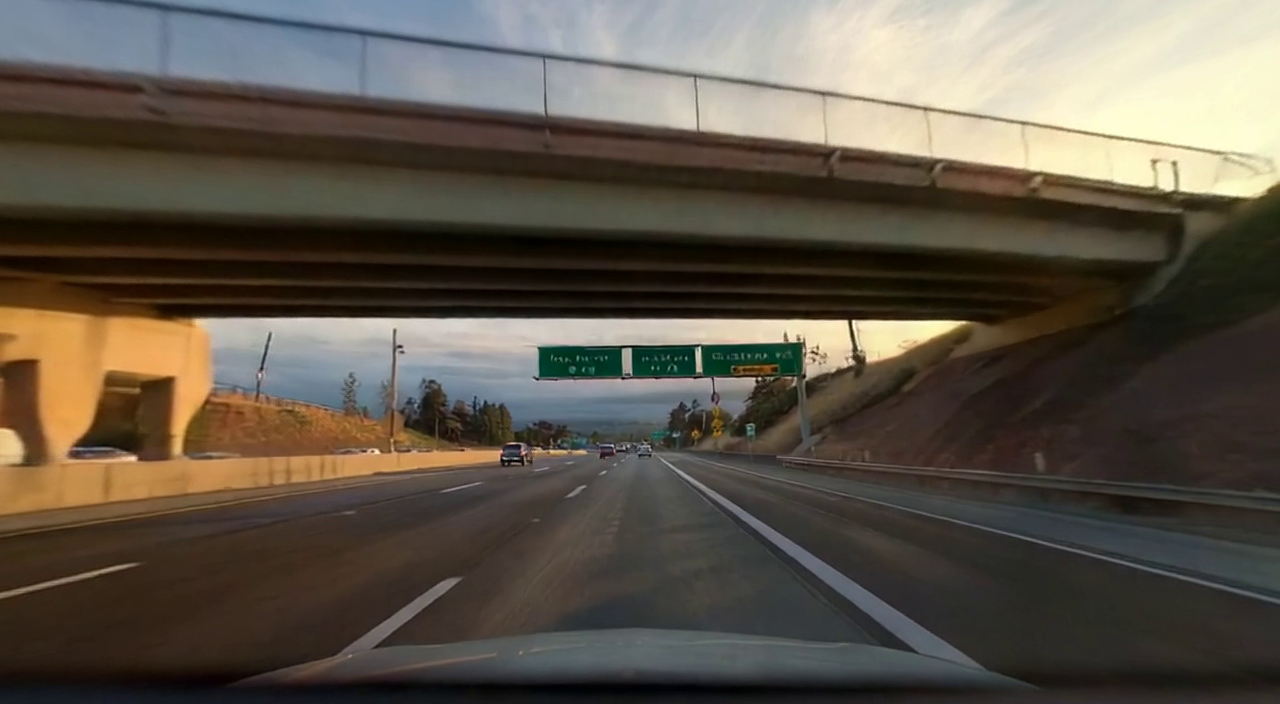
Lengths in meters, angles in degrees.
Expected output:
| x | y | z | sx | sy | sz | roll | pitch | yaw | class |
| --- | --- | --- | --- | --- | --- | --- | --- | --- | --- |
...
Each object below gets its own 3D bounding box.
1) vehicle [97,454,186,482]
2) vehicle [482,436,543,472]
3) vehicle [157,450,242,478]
| x | y | z | sx | sy | sz | roll | pitch | yaw | class |
| --- | --- | --- | --- | --- | --- | --- | --- | --- | --- |
| -30.934 | 7.184 | 39.248 | 1.903 | 1.531 | 4.456 | 0 | -9 | 0 | vehicle |
| -7.418 | 5.990 | 37.233 | 2.341 | 1.959 | 5.684 | 0 | -9 | 1 | vehicle |
| -27.374 | 6.949 | 39.324 | 1.929 | 1.631 | 4.603 | 0 | -9 | 1 | vehicle |
